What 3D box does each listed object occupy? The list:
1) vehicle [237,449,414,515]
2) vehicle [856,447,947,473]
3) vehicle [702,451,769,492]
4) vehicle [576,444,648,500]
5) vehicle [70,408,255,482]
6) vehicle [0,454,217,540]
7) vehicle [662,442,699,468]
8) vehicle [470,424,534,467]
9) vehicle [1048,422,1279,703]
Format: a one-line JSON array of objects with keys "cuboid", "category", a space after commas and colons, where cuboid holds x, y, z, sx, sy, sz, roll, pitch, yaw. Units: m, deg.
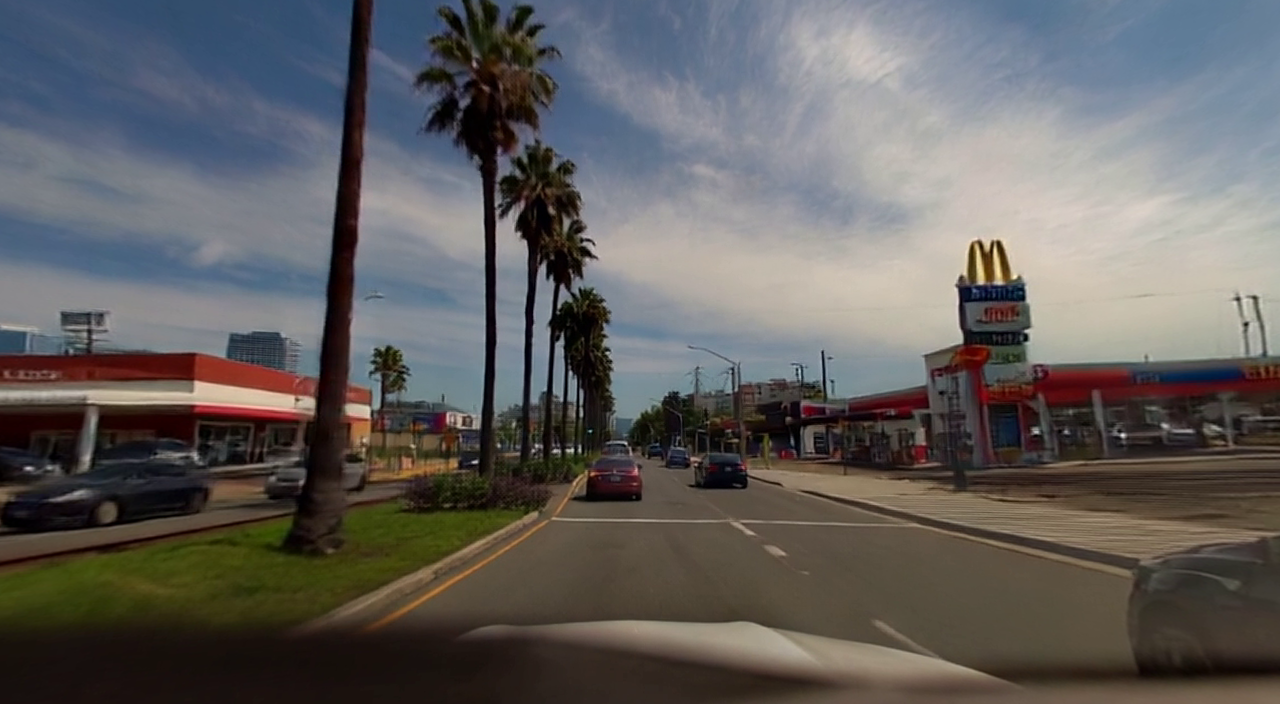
[{"cuboid": [-8.009, 3.380, 16.778, 2.052, 1.483, 4.751, 0, -10, 3], "category": "vehicle"}, {"cuboid": [14.703, 6.104, 35.651, 4.293, 1.438, 1.773, 0, -10, 1], "category": "vehicle"}, {"cuboid": [3.614, 4.641, 24.683, 1.889, 1.448, 4.262, 0, -10, -1], "category": "vehicle"}, {"cuboid": [-0.957, 3.763, 19.902, 2.021, 1.550, 4.090, 1, -10, -5], "category": "vehicle"}, {"cuboid": [-23.893, 4.871, 32.385, 2.791, 3.271, 7.924, 0, -10, 3], "category": "vehicle"}, {"cuboid": [-11.498, 2.950, 13.375, 1.865, 1.472, 4.532, 0, -10, 1], "category": "vehicle"}, {"cuboid": [2.933, 7.779, 47.269, 2.299, 1.803, 5.434, 0, -10, -1], "category": "vehicle"}, {"cuboid": [-10.435, 7.337, 48.743, 2.662, 2.995, 8.344, 0, -10, 2], "category": "vehicle"}, {"cuboid": [3.510, 0.887, 1.690, 1.987, 1.474, 4.198, 0, -10, 0], "category": "vehicle"}]
